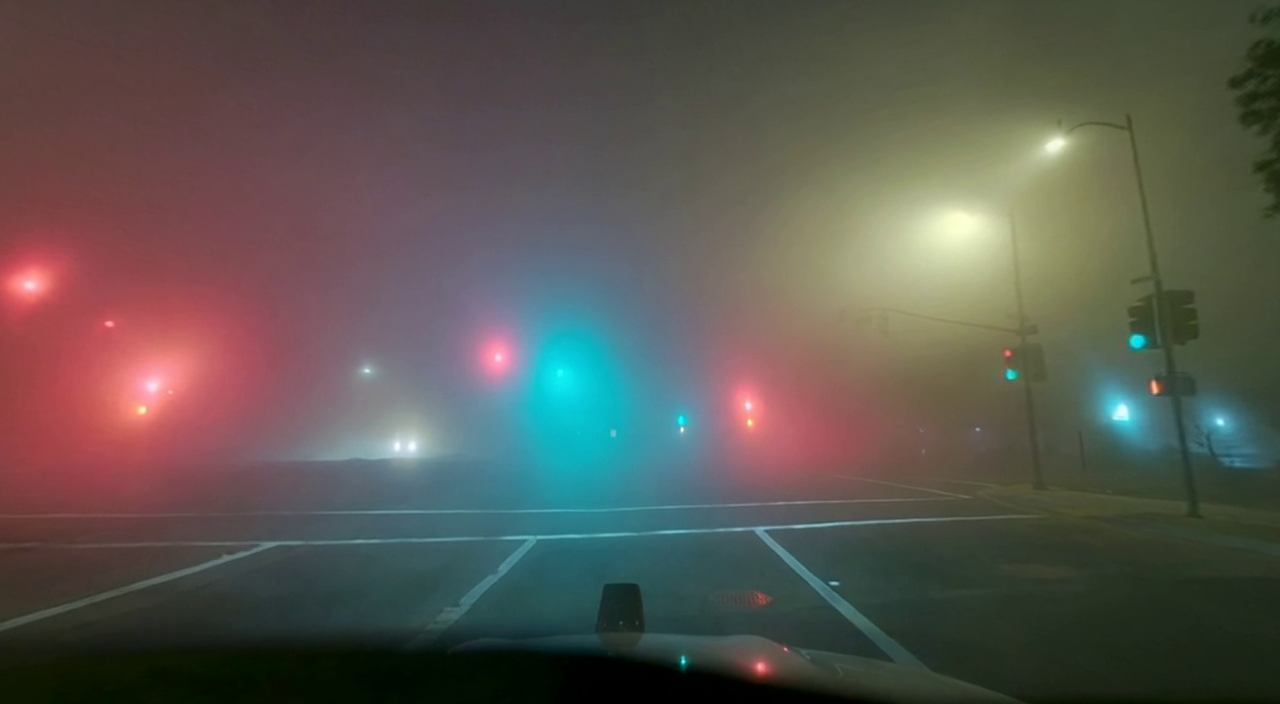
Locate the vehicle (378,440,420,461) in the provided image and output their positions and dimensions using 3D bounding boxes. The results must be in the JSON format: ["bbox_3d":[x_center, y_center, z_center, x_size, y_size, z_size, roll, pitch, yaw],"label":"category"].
[{"bbox_3d":[-17.420,7.137,45.868,1.969,1.464,4.485,1,-9,-10],"label":"vehicle"}]
